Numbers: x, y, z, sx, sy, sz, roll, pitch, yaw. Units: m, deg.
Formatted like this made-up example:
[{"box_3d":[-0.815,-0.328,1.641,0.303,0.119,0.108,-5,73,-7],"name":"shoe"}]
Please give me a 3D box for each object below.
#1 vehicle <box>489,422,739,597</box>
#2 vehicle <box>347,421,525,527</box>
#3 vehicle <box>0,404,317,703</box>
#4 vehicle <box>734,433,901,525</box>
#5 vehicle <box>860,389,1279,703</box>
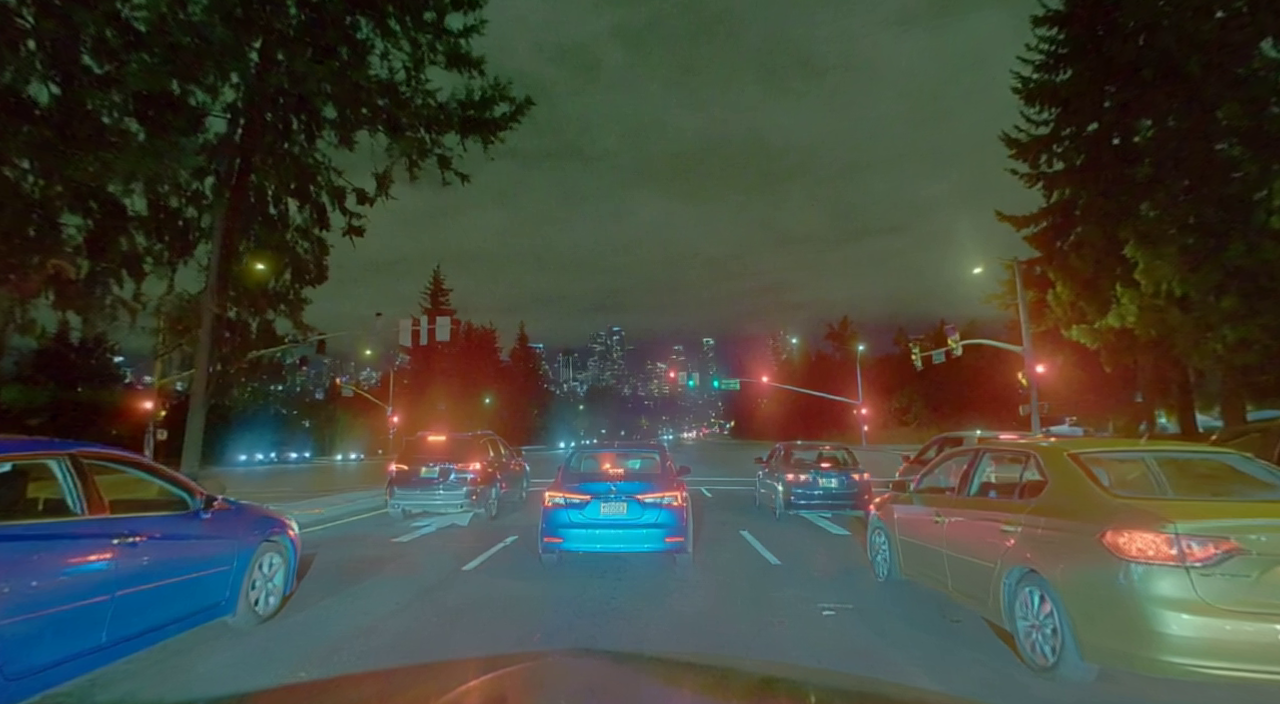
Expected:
[{"box_3d":[-0.259,1.640,7.403,2.147,1.479,3.803,0,-8,-1],"name":"vehicle"},{"box_3d":[-3.731,2.313,12.478,1.961,1.714,4.268,0,-8,2],"name":"vehicle"},{"box_3d":[-3.654,1.021,2.995,1.935,1.482,4.433,0,-8,-1],"name":"vehicle"},{"box_3d":[3.174,2.336,12.327,1.975,1.460,4.357,0,-8,0],"name":"vehicle"},{"box_3d":[3.132,1.151,4.055,1.903,1.480,4.270,0,-8,0],"name":"vehicle"}]
